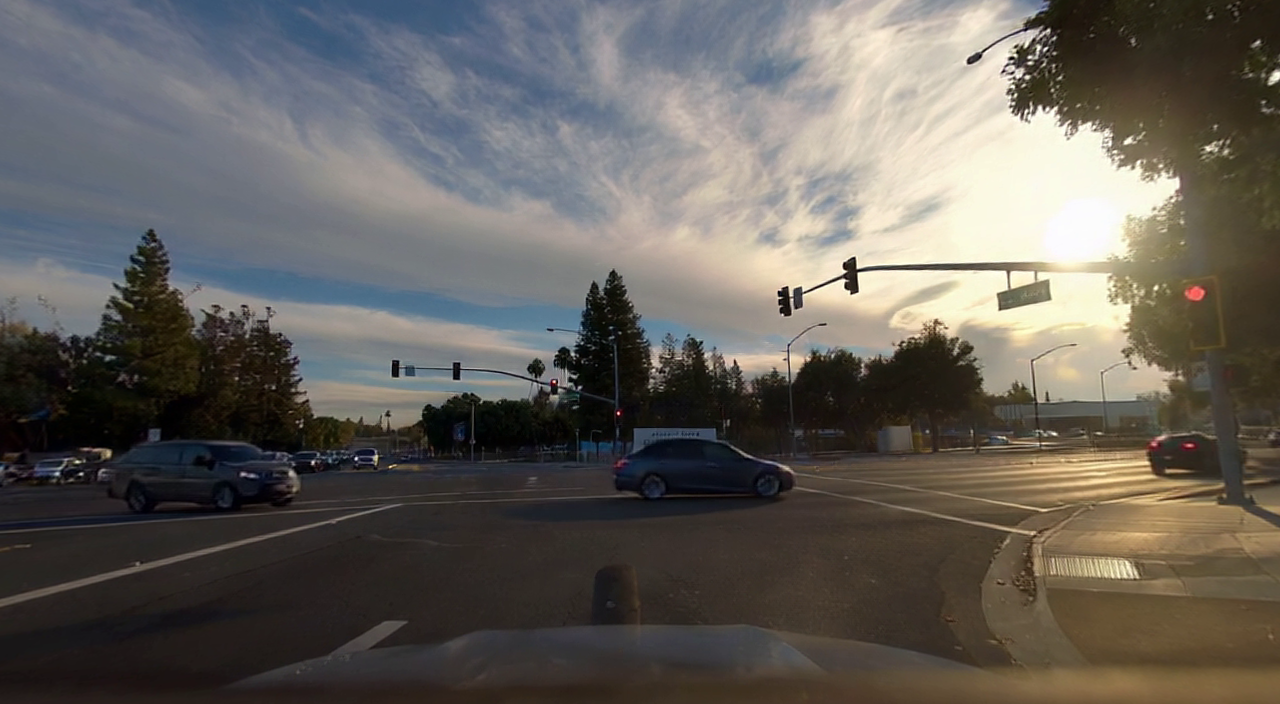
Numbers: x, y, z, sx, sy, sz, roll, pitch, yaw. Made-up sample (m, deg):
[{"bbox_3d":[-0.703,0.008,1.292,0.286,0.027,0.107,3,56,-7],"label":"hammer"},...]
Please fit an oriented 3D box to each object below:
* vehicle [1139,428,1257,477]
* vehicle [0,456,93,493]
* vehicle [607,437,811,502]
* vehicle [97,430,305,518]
[{"bbox_3d":[20.434,3.656,23.100,4.281,1.621,1.903,5,-10,-31],"label":"vehicle"},{"bbox_3d":[-31.185,6.261,32.640,2.142,1.723,4.692,1,-9,-9],"label":"vehicle"},{"bbox_3d":[1.569,2.874,15.696,4.728,1.471,1.957,0,-9,-4],"label":"vehicle"},{"bbox_3d":[-11.630,3.099,16.611,5.896,1.937,2.358,-6,-10,33],"label":"vehicle"}]
